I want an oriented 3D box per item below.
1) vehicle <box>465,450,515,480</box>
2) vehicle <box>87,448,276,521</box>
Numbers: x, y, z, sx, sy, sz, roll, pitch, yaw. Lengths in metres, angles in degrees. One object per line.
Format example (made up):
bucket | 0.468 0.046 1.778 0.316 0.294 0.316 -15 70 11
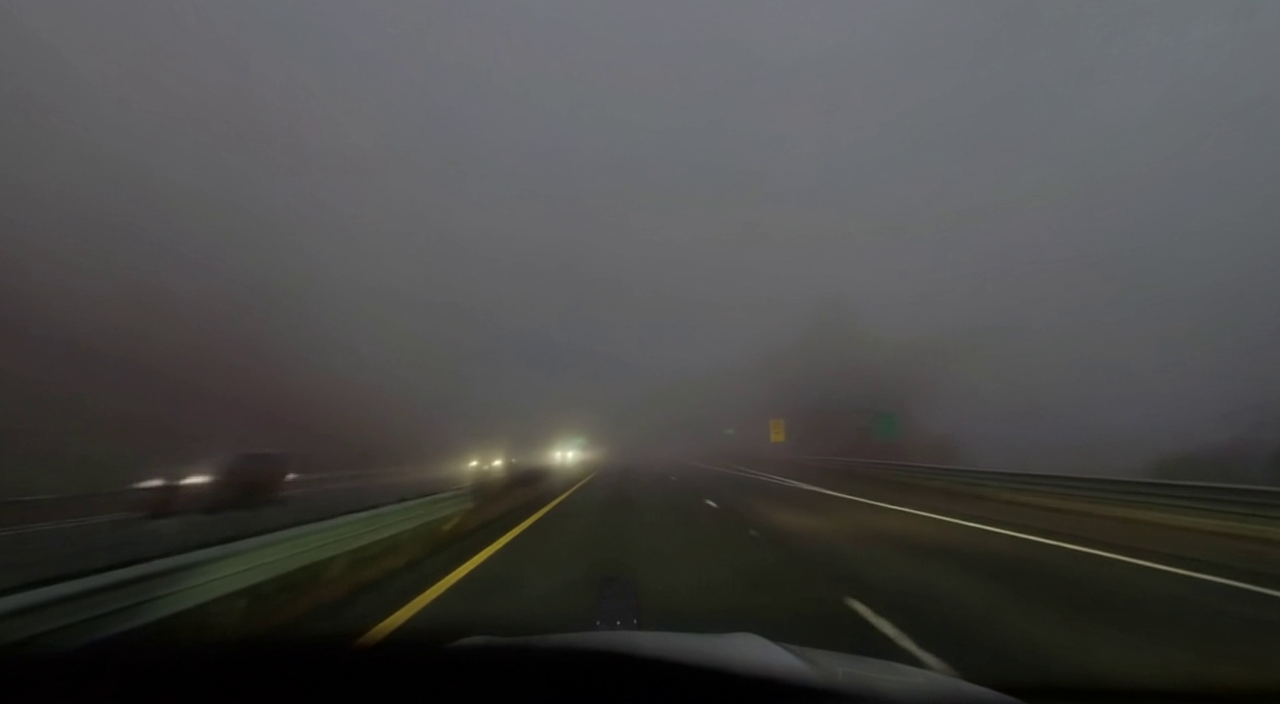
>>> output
vehicle | -8.656 6.528 36.511 1.961 1.587 4.391 0 -9 -2
vehicle | -13.180 3.777 18.522 2.110 1.813 4.799 0 -9 -3
